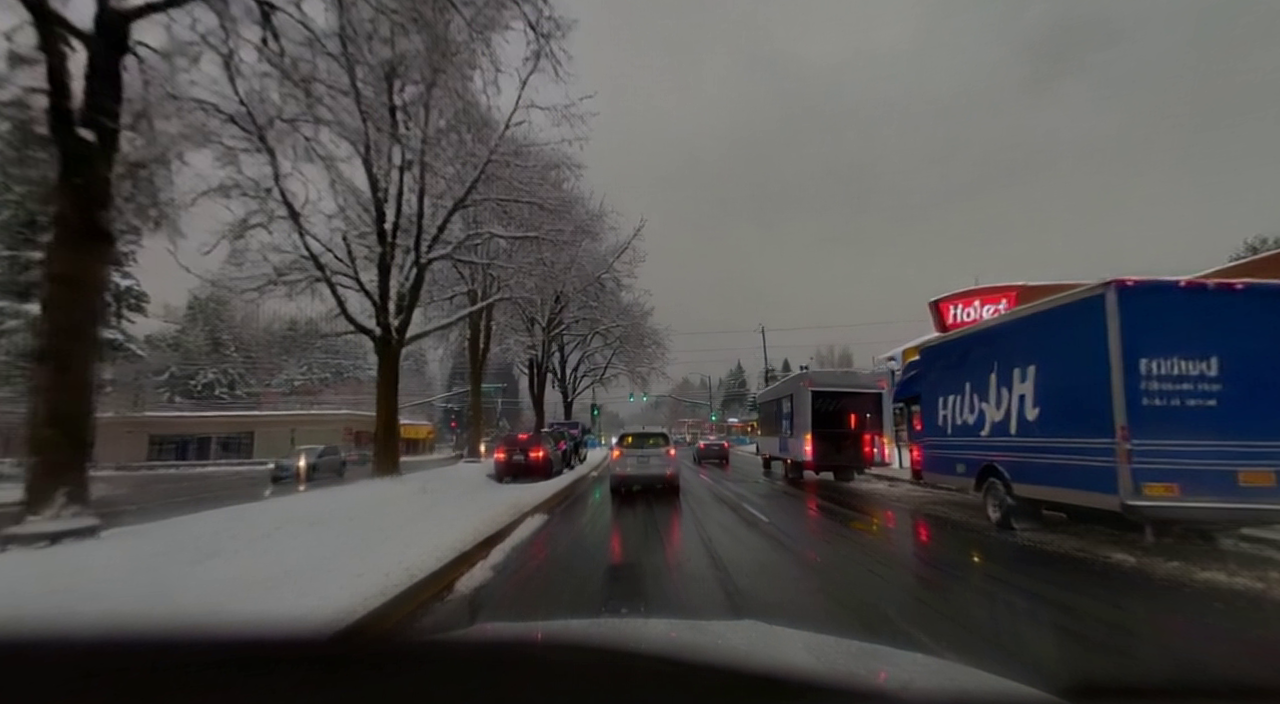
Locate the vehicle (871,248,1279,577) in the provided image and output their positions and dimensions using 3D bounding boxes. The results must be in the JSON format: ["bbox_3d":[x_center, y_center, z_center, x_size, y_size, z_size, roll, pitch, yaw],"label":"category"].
[{"bbox_3d":[6.737,1.114,10.371,2.891,3.361,7.843,-1,-8,0],"label":"vehicle"}]

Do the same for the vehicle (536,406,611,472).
[{"bbox_3d":[-3.017,4.232,30.577,2.715,2.791,7.171,-1,-8,1],"label":"vehicle"}]

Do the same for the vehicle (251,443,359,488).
[{"bbox_3d":[-13.331,4.486,25.469,1.928,1.497,4.446,-1,-7,0],"label":"vehicle"}]

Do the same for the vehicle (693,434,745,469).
[{"bbox_3d":[3.767,4.791,30.690,2.075,1.540,4.411,-1,-8,2],"label":"vehicle"}]

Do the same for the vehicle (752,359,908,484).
[{"bbox_3d":[6.937,2.954,25.208,2.816,3.804,10.315,-3,-9,0],"label":"vehicle"}]

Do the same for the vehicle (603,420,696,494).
[{"bbox_3d":[0.257,2.785,17.059,2.209,1.718,4.008,-1,-8,1],"label":"vehicle"}]

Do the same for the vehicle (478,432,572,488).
[{"bbox_3d":[-3.390,3.280,19.524,2.008,1.500,4.369,-1,-8,1],"label":"vehicle"}]
